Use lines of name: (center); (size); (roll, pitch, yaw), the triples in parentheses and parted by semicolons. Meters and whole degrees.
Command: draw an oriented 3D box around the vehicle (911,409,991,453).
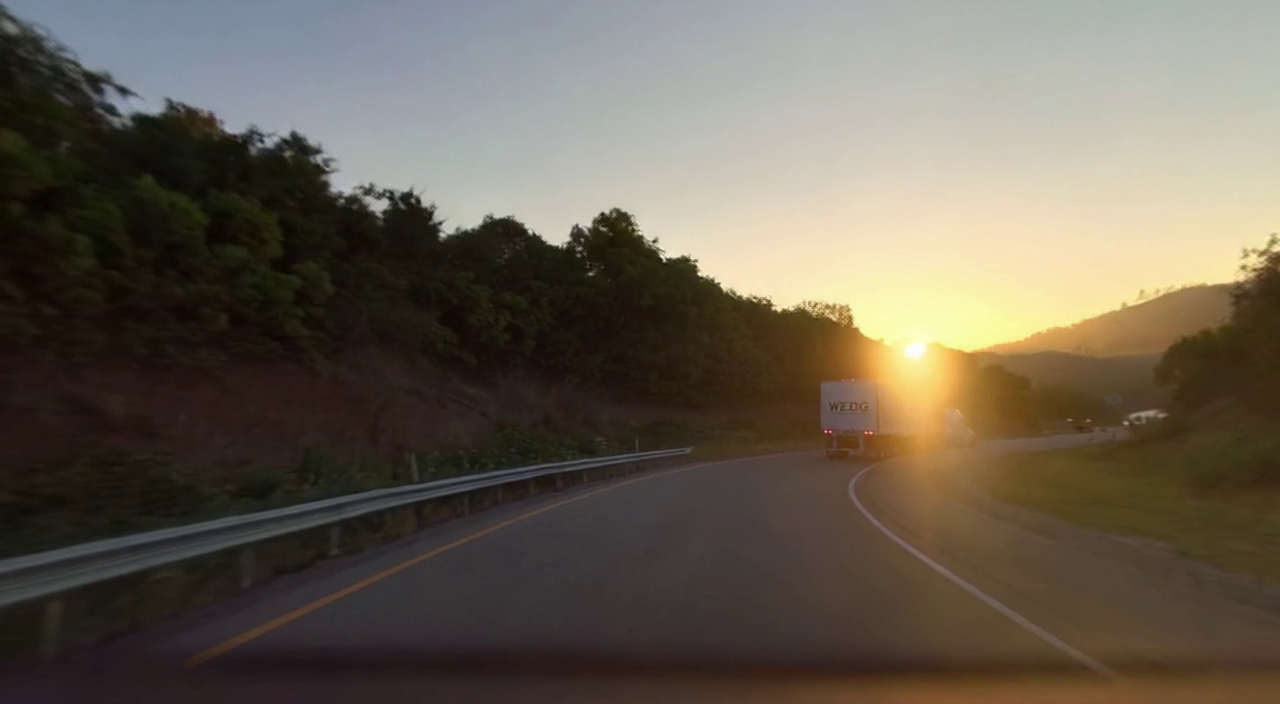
vehicle: (19.616, 4.994, 39.441); (6.650, 2.524, 2.120); (7, -11, -42)

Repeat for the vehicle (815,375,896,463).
vehicle: (10.018, 3.142, 29.085); (2.963, 3.771, 3.137); (-4, -9, 27)
